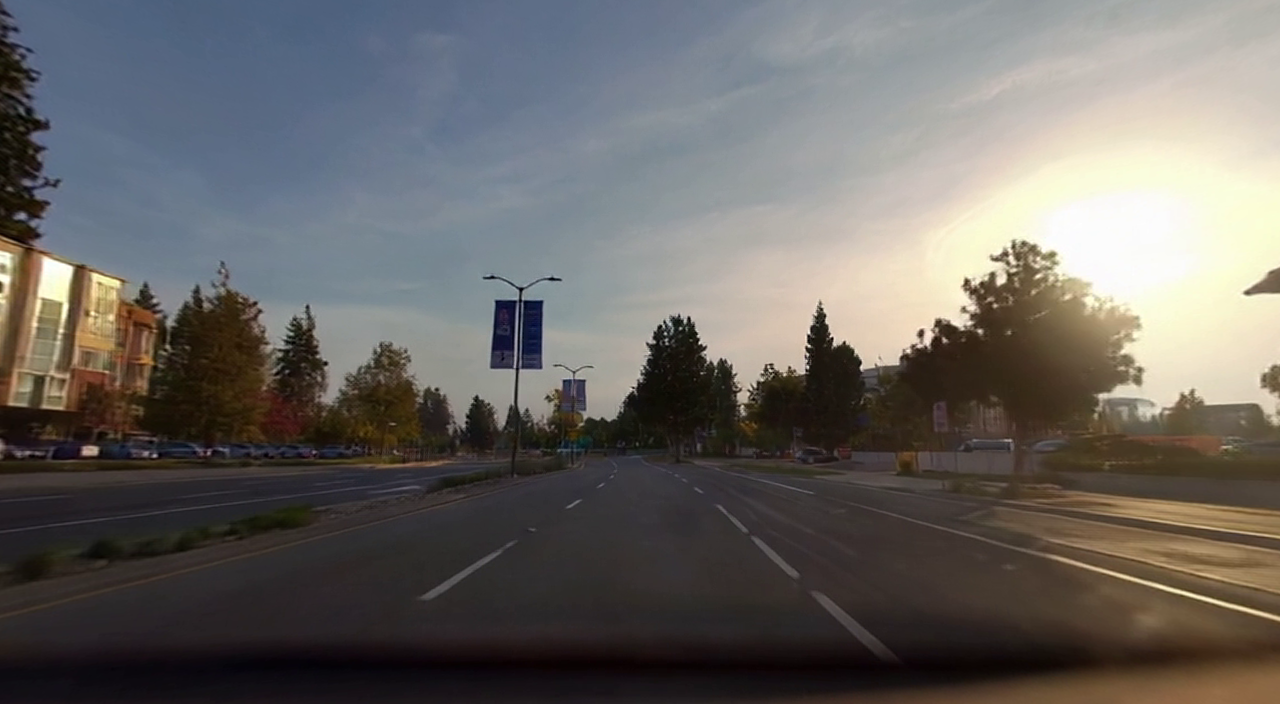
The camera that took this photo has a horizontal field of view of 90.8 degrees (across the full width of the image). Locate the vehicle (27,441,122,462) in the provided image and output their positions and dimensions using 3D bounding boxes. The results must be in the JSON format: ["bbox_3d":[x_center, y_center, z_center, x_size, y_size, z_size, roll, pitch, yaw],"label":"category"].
[{"bbox_3d":[-42.457,7.444,47.553,4.891,1.468,1.952,4,-10,-28],"label":"vehicle"}]

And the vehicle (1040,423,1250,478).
[{"bbox_3d":[38.110,7.578,48.711,3.455,3.683,12.209,5,-10,-24],"label":"vehicle"}]
